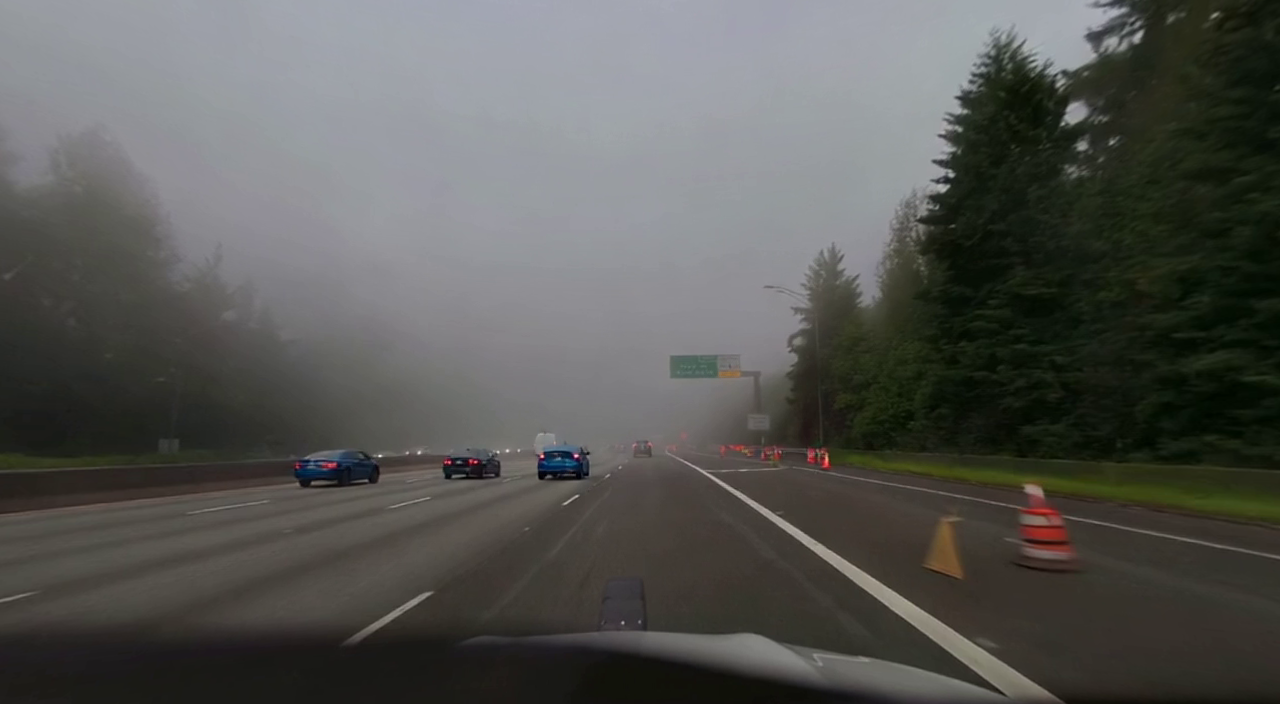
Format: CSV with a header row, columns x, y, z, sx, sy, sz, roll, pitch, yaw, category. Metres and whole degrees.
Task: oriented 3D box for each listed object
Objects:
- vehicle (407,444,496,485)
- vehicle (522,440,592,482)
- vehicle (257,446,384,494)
x,y,z,sx,sy,sz,roll,pitch,yaw,category
-7.295,4.370,24.786,1.951,1.439,4.633,0,-8,2,vehicle
-3.151,4.248,24.838,1.963,1.462,4.681,0,-8,2,vehicle
-10.917,4.030,21.896,1.946,1.472,4.472,0,-8,2,vehicle
